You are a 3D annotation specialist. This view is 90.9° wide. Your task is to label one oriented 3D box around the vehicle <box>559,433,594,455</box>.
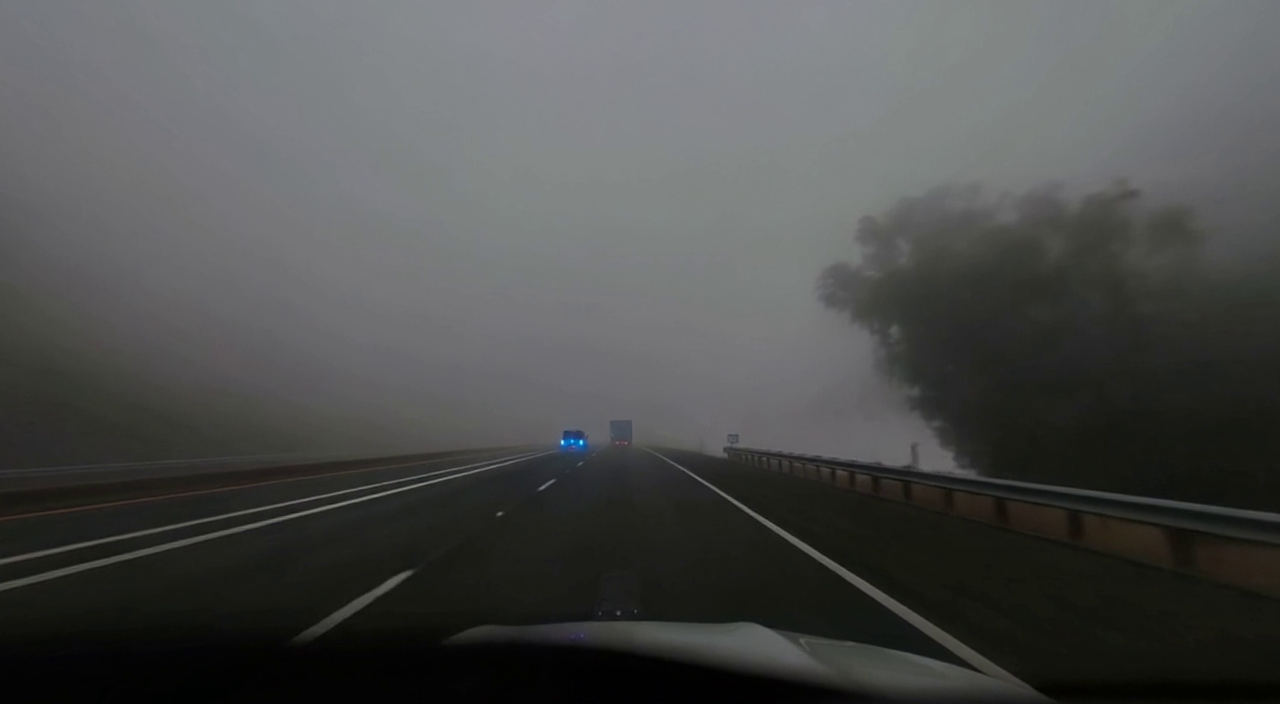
[{"bbox_3d":[-4.733,6.879,47.418,2.302,1.523,4.383,0,-8,-1],"label":"vehicle"}]
